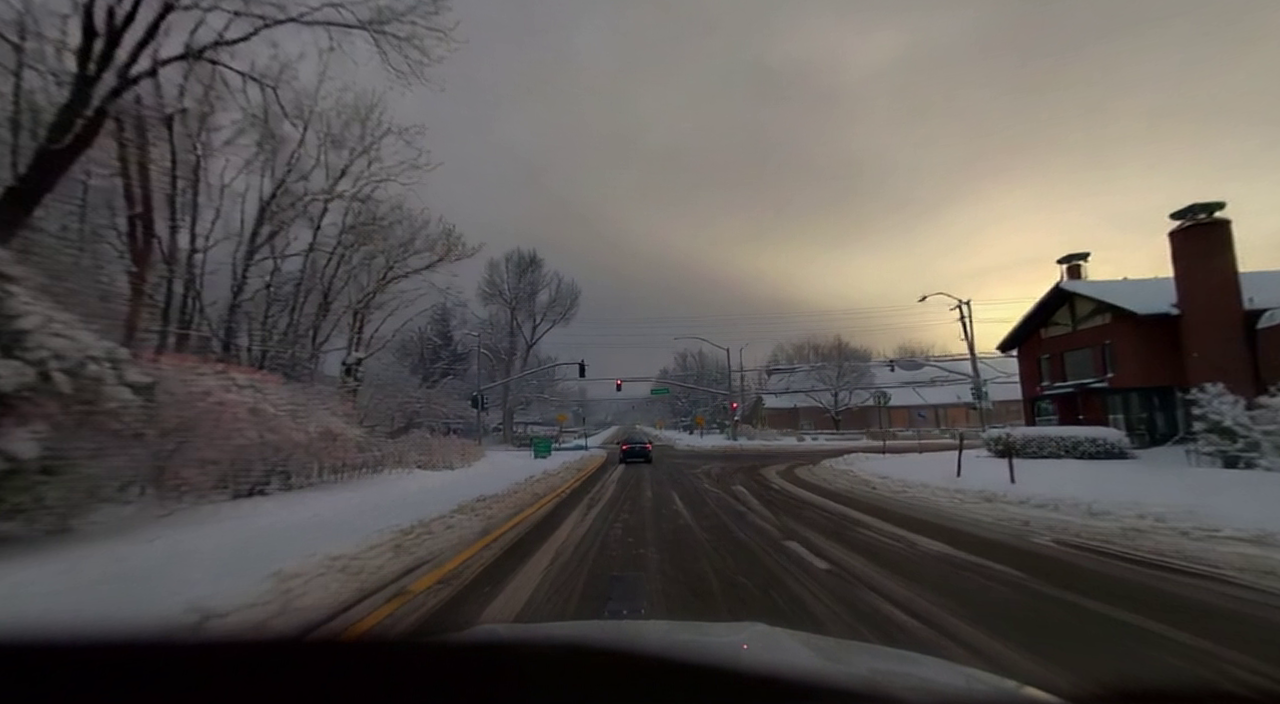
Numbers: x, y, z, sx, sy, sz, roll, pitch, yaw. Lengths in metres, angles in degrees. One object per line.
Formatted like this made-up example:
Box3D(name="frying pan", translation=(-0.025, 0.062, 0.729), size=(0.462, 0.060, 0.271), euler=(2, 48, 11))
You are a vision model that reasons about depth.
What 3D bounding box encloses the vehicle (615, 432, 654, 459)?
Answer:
Box3D(name="vehicle", translation=(-0.352, 5.328, 36.019), size=(2.056, 1.473, 4.380), euler=(0, -8, -1))
